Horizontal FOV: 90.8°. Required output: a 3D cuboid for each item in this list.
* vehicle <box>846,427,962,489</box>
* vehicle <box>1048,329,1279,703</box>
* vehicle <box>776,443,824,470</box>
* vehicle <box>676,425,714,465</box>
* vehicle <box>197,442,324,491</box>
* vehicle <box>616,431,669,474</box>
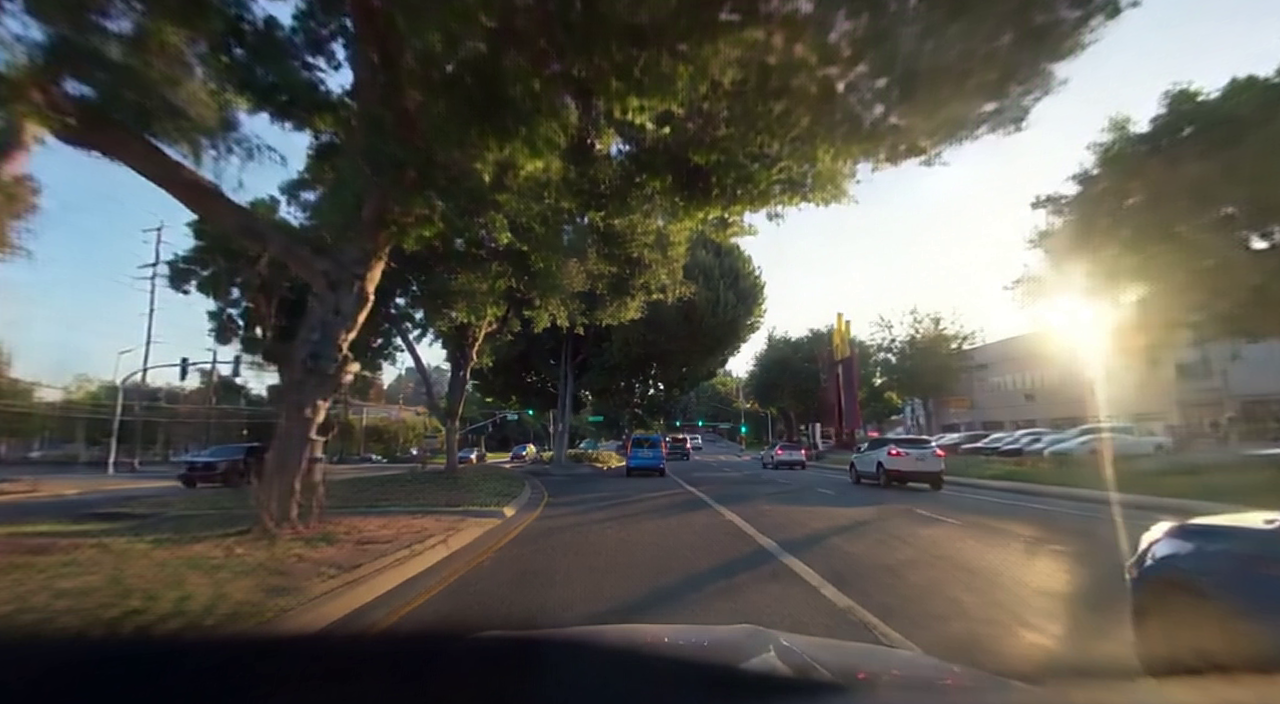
[{"bbox_3d":[8.378,3.410,20.535,1.977,1.786,4.344,0,-8,2],"label":"vehicle"},{"bbox_3d":[3.481,0.636,1.477,2.076,1.716,4.416,0,-8,0],"label":"vehicle"},{"bbox_3d":[9.345,6.106,37.127,1.879,1.517,4.006,0,-8,2],"label":"vehicle"},{"bbox_3d":[3.774,6.528,44.371,2.239,2.586,4.586,0,-8,0],"label":"vehicle"},{"bbox_3d":[-14.443,4.370,24.405,2.136,1.676,4.371,-1,-9,0],"label":"vehicle"},{"bbox_3d":[0.063,4.920,31.112,2.402,1.938,4.535,0,-8,-1],"label":"vehicle"}]
